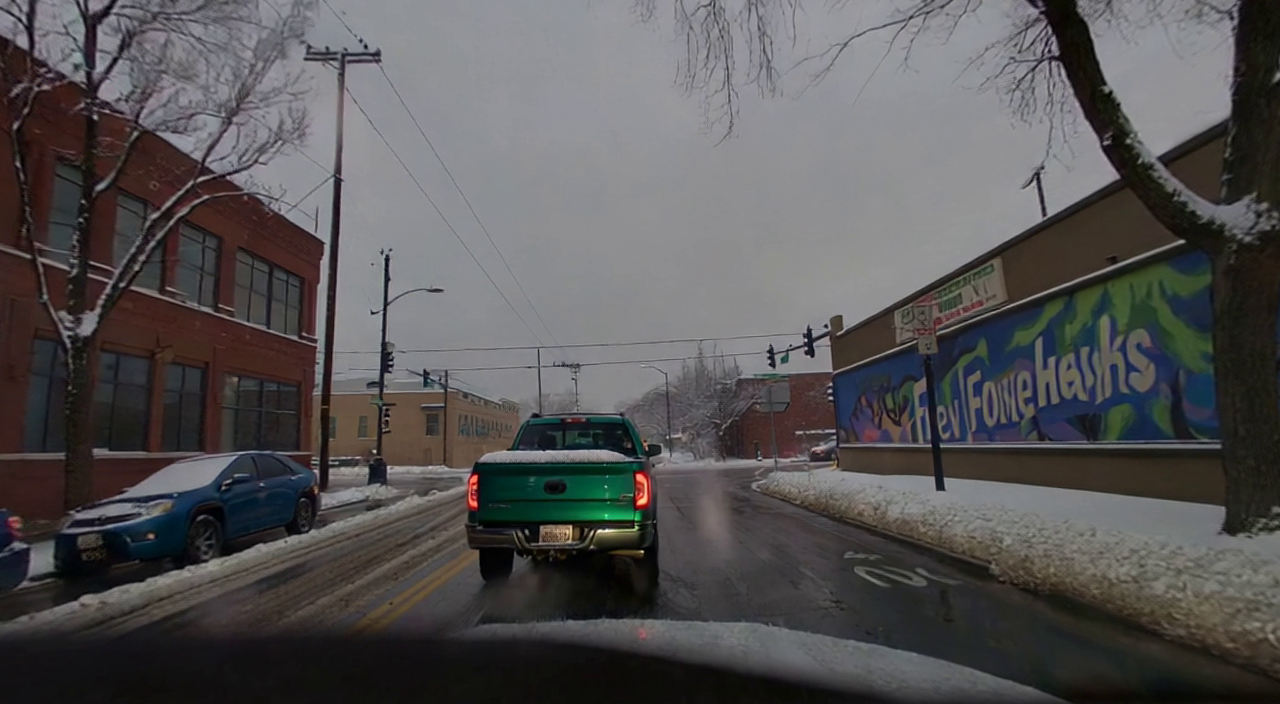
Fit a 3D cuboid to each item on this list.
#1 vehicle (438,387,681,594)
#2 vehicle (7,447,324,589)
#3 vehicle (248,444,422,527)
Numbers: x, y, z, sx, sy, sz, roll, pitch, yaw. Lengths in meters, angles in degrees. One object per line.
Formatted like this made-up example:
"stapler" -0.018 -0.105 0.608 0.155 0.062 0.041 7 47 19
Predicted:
"vehicle" -0.711 1.607 8.169 2.215 1.882 4.611 0 -8 1
"vehicle" -7.208 2.456 10.383 1.882 1.686 4.489 -2 -8 -3
"vehicle" -7.399 3.227 16.069 1.884 1.730 5.076 0 -8 0
